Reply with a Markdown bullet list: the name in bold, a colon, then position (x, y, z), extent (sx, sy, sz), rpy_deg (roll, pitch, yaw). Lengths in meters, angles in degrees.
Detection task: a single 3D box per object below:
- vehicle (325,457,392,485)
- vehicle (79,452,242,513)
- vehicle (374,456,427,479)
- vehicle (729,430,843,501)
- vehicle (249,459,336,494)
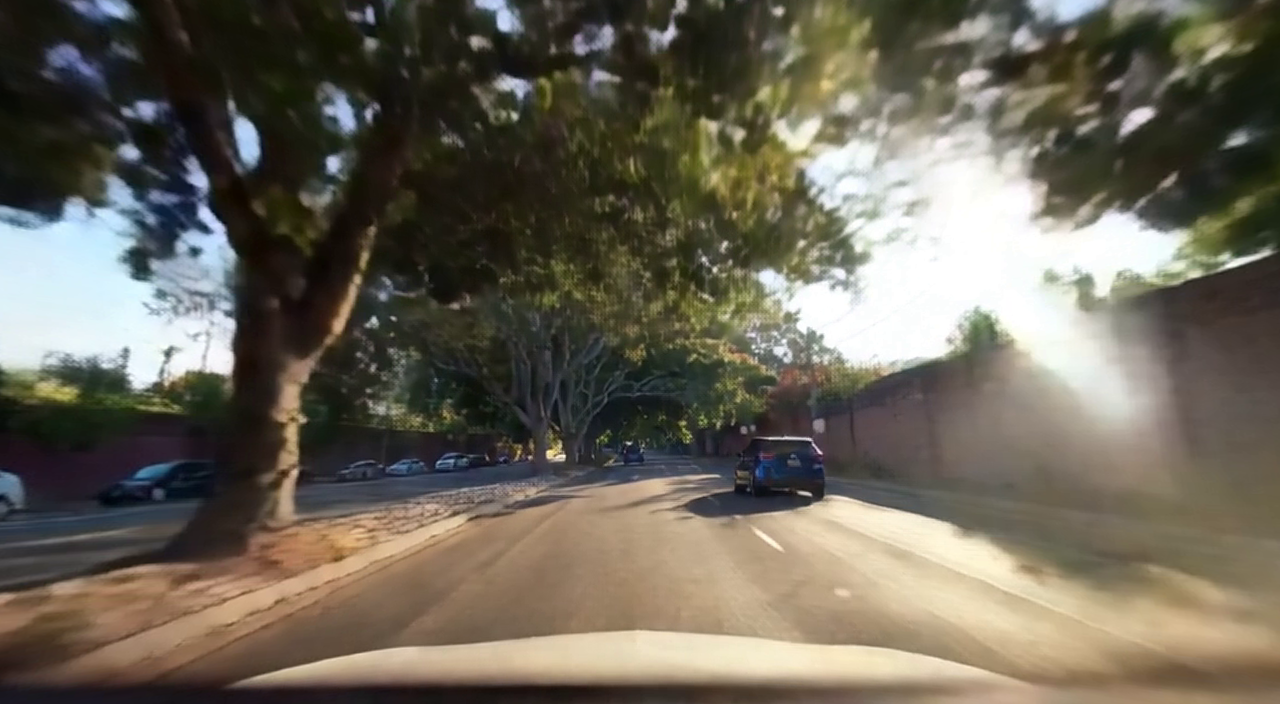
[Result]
- **vehicle**: position (-17.479, 7.379, 39.472), extent (2.099, 1.558, 4.533), rpy_deg (-1, -8, 0)
- **vehicle**: position (-17.499, 4.724, 23.499), extent (2.352, 1.857, 4.893), rpy_deg (-4, -9, -2)
- **vehicle**: position (-17.669, 8.527, 46.889), extent (2.071, 1.489, 4.724), rpy_deg (-1, -8, 0)
- **vehicle**: position (4.049, 3.223, 18.376), extent (2.155, 1.752, 4.456), rpy_deg (0, -8, -1)
- **vehicle**: position (-17.135, 6.120, 31.394), extent (1.933, 1.494, 4.259), rpy_deg (-1, -8, -1)
